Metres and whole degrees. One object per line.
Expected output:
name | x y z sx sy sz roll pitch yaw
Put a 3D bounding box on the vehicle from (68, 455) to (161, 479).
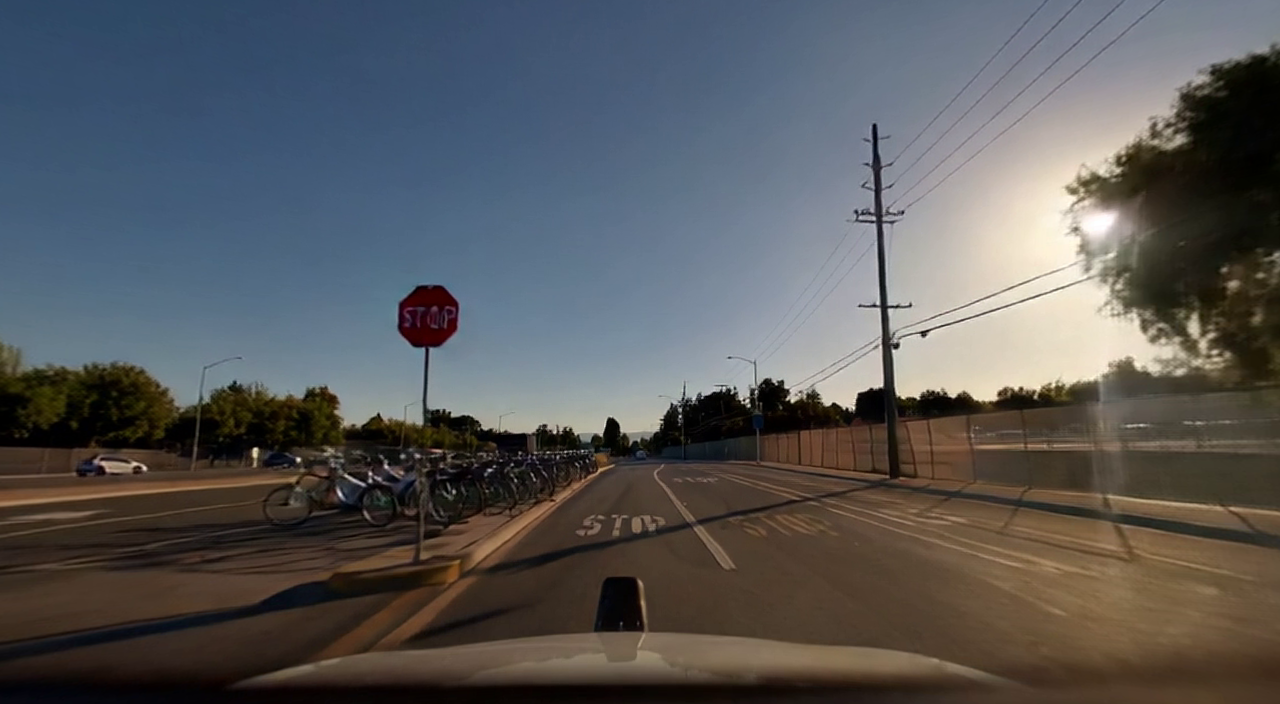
vehicle | -33.868 7.406 40.800 4.327 1.402 1.757 0 -9 -4
